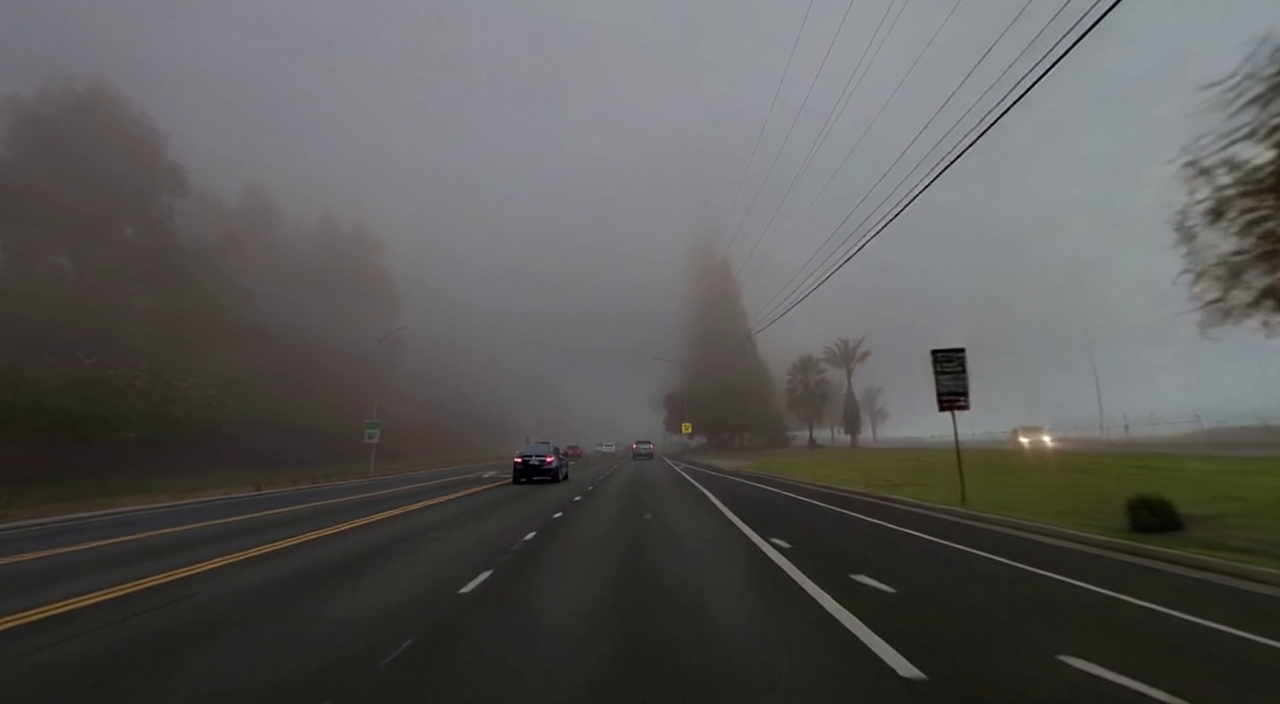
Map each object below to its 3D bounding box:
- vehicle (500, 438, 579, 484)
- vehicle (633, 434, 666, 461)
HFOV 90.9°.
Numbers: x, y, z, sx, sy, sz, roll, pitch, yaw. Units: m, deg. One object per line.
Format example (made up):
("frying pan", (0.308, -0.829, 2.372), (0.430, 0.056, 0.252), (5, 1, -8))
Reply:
("vehicle", (-3.411, 3.798, 22.228), (1.982, 1.451, 4.152), (-1, -9, 2))
("vehicle", (0.634, 6.683, 44.130), (2.155, 1.781, 3.977), (0, -9, 0))
